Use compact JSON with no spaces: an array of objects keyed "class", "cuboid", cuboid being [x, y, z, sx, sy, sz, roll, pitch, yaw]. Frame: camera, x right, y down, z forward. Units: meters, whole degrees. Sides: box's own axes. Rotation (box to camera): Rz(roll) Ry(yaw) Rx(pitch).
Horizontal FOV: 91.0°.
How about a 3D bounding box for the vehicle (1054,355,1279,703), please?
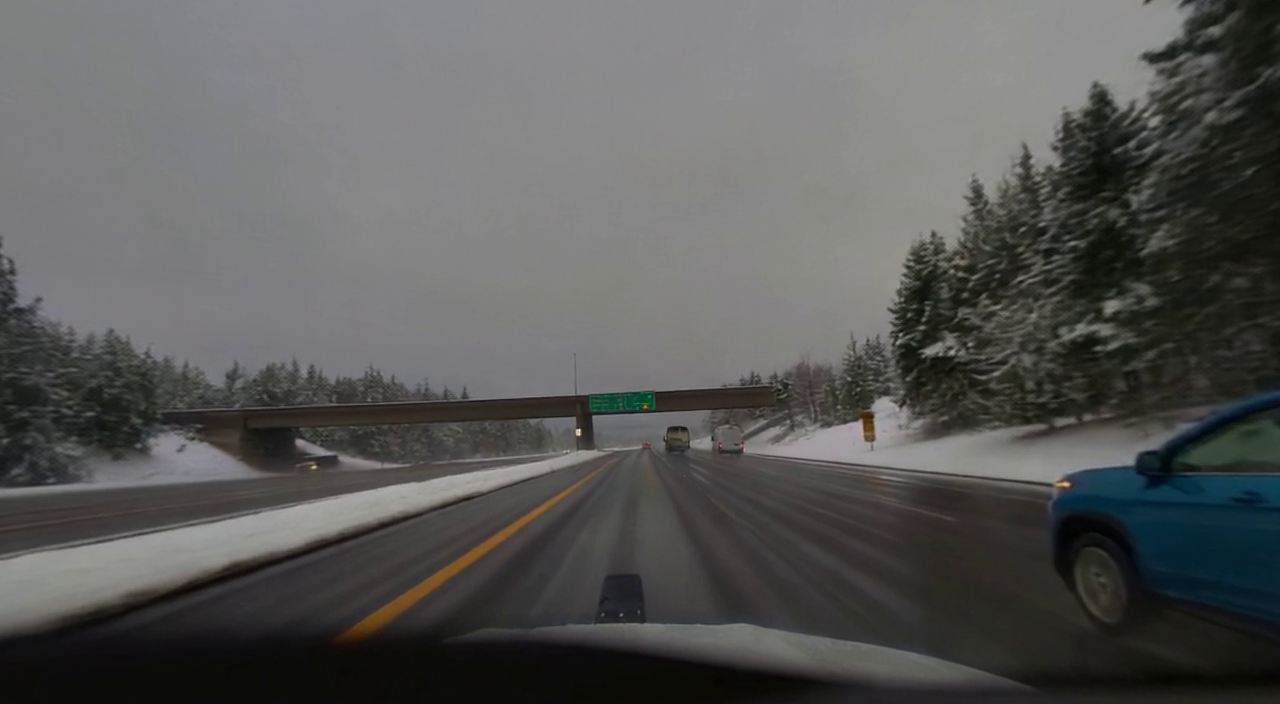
[{"class":"vehicle","cuboid":[4.038,0.747,2.139,2.148,1.691,4.443,0,-8,-1]}]
